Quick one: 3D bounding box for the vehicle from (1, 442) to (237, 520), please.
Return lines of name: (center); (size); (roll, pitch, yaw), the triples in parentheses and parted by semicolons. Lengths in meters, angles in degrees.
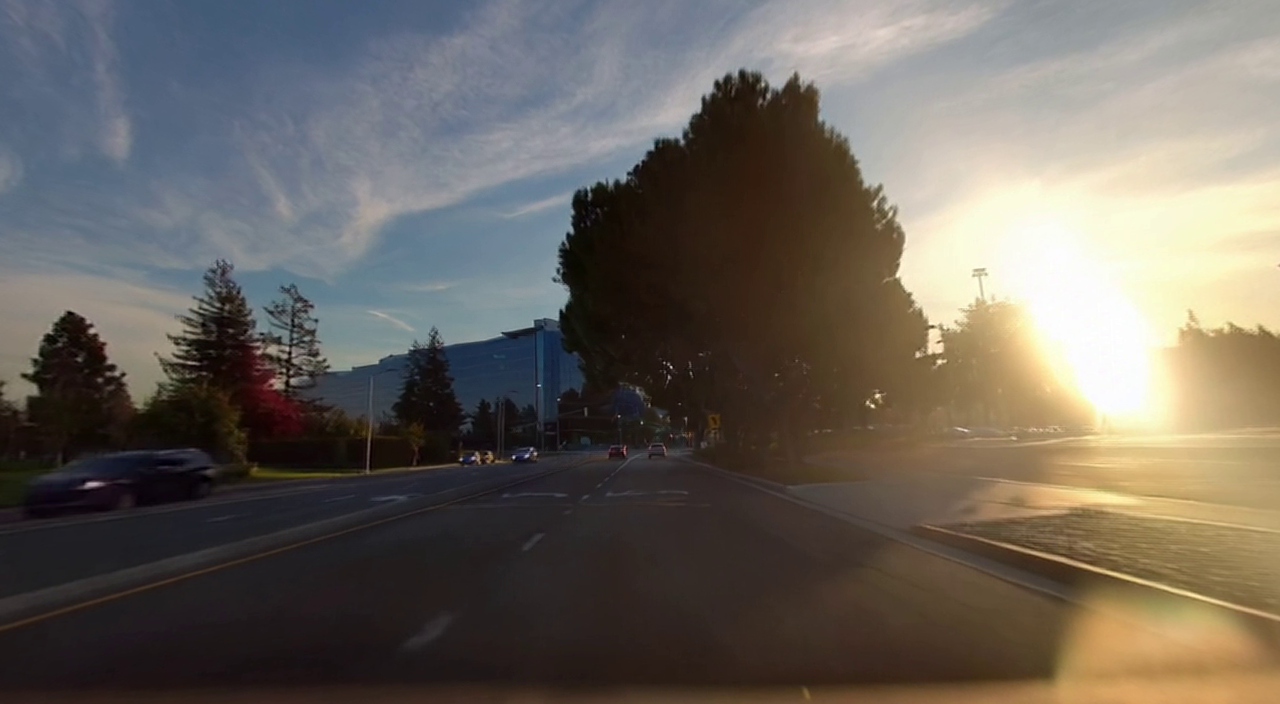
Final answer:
vehicle: (-13.486, 3.311, 16.798); (2.145, 1.754, 4.777); (0, -8, 1)
